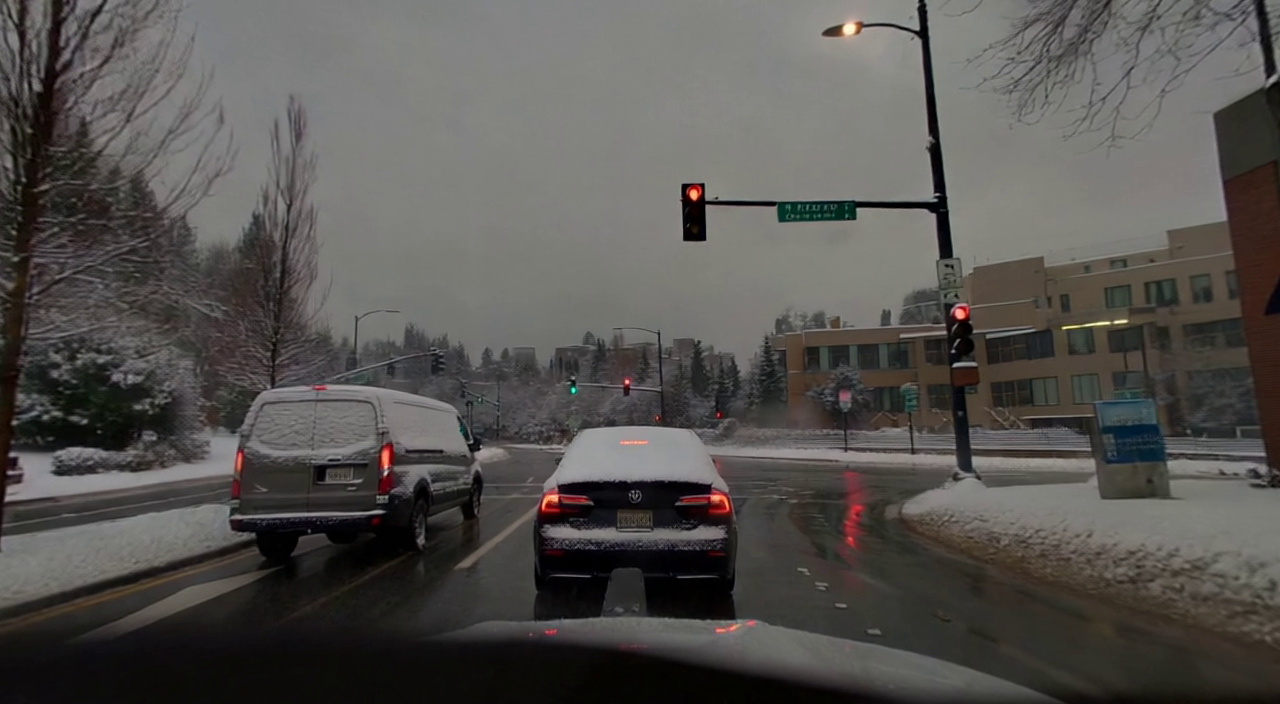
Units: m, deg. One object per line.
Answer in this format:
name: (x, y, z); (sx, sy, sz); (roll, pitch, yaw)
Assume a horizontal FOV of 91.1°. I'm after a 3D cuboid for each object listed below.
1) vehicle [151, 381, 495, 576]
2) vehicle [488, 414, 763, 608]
vehicle: (-3.576, 1.526, 8.536); (2.076, 1.820, 5.100); (0, -8, -1)
vehicle: (-0.112, 1.465, 6.768); (2.064, 1.452, 3.942); (0, -8, 0)
